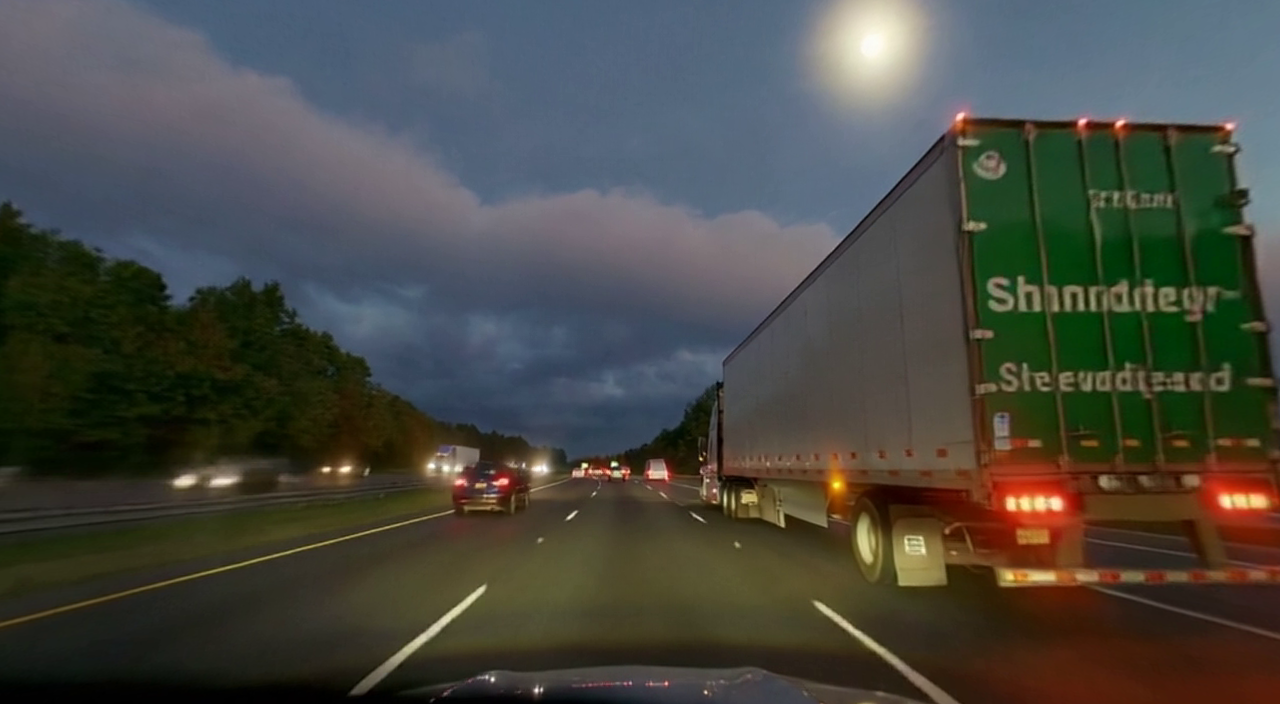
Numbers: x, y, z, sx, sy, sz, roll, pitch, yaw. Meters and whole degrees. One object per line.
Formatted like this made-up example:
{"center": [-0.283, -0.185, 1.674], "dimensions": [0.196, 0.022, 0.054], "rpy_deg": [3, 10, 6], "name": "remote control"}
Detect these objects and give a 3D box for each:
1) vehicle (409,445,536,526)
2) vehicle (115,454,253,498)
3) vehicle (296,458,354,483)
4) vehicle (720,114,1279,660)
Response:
{"center": [-4.142, 3.428, 16.519], "dimensions": [2.070, 1.775, 4.646], "rpy_deg": [1, -10, -1], "name": "vehicle"}
{"center": [-17.398, 4.777, 24.413], "dimensions": [1.935, 1.506, 4.623], "rpy_deg": [1, -10, -1], "name": "vehicle"}
{"center": [-22.113, 8.344, 44.388], "dimensions": [1.878, 1.652, 4.379], "rpy_deg": [1, -10, -1], "name": "vehicle"}
{"center": [4.110, 1.390, 11.840], "dimensions": [2.992, 4.300, 13.967], "rpy_deg": [1, -10, -2], "name": "vehicle"}
